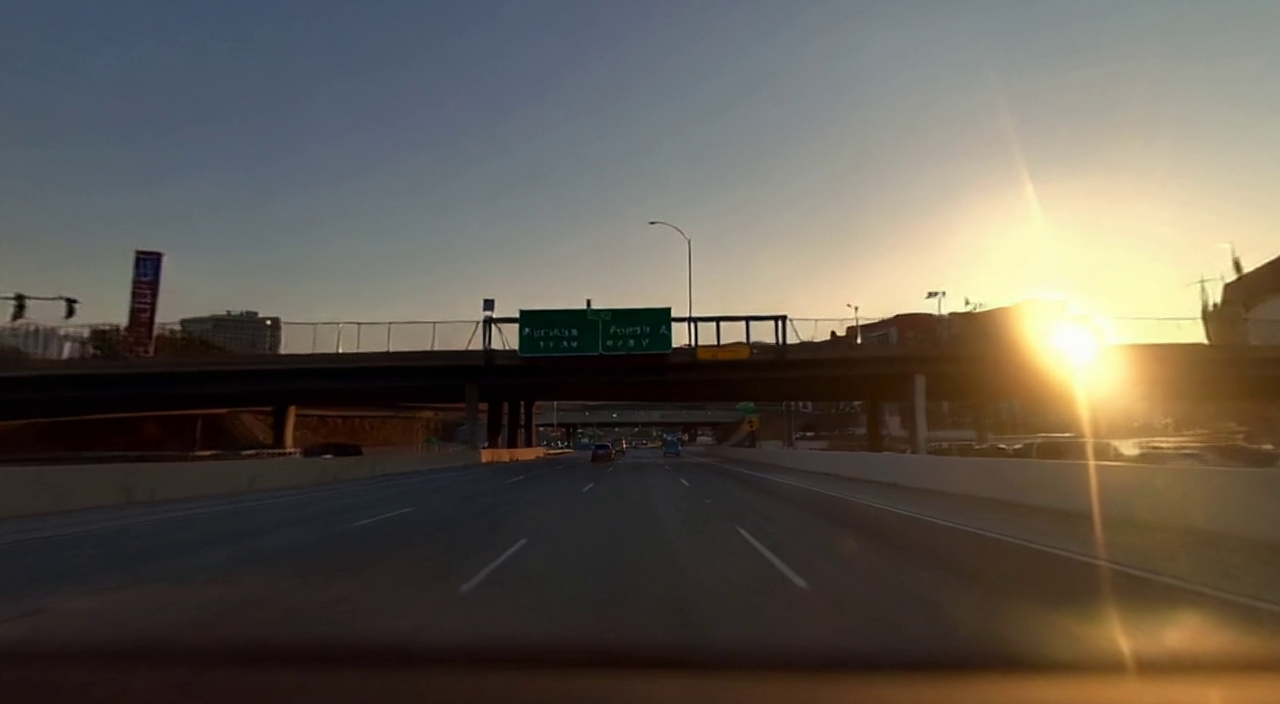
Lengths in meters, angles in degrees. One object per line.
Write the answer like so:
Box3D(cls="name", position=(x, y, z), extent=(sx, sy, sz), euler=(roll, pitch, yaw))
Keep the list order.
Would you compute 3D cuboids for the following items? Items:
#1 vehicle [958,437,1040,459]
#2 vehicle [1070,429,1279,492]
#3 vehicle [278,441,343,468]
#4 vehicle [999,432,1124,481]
Box3D(cls="vehicle", position=(24.927, 6.698, 43.992), extent=(4.513, 1.469, 1.871), euler=(0, -8, 1))
Box3D(cls="vehicle", position=(18.363, 3.742, 22.272), extent=(2.128, 1.915, 5.821), euler=(0, -8, -2))
Box3D(cls="vehicle", position=(-19.375, 6.023, 37.314), extent=(1.722, 1.502, 3.846), euler=(0, -8, 1))
Box3D(cls="vehicle", position=(18.510, 4.594, 28.132), extent=(1.947, 1.963, 5.237), euler=(0, -8, 0))
